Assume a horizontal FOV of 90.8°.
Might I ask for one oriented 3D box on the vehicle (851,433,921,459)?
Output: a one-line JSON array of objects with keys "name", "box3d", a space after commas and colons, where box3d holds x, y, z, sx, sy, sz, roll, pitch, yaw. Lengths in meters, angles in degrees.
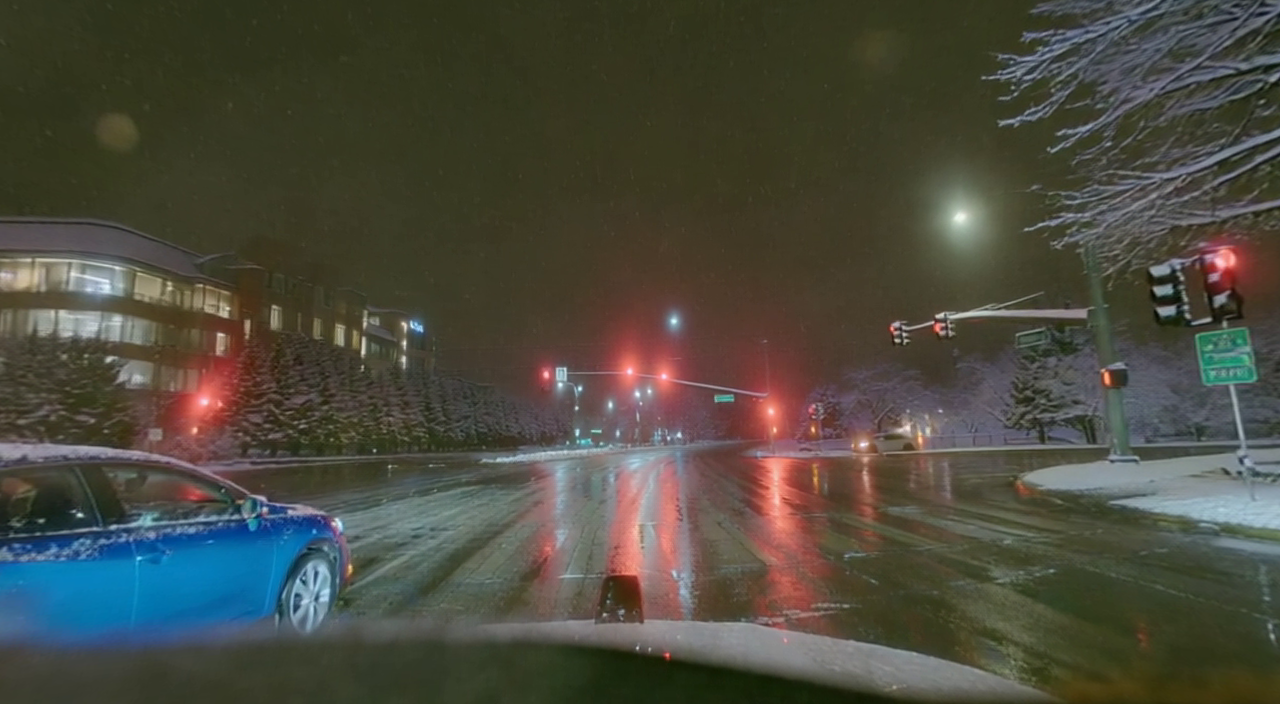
[{"name": "vehicle", "box3d": [17.621, 6.738, 45.235, 4.600, 1.783, 1.970, 4, -10, -26]}]
